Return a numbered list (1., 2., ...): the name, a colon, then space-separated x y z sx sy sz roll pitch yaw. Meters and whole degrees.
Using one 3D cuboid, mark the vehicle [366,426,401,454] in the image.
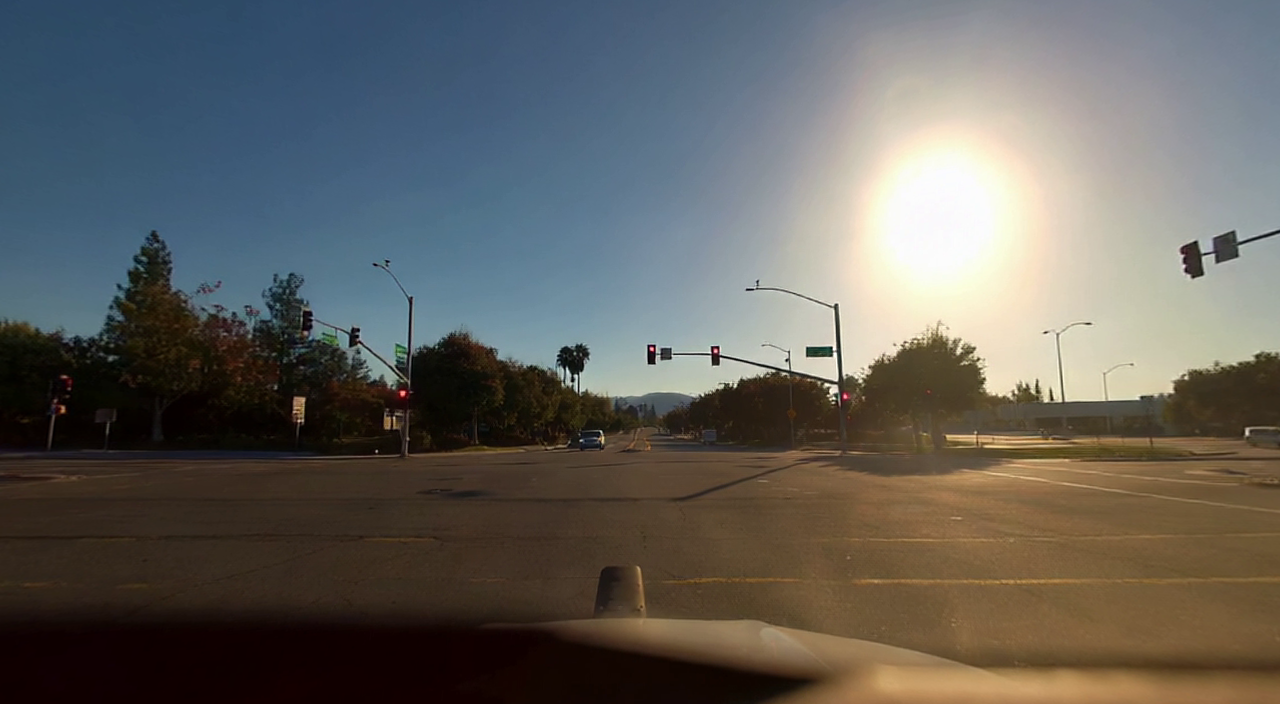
1. vehicle: -20.006 6.866 48.899 1.873 2.079 2.879 5 -10 -33
